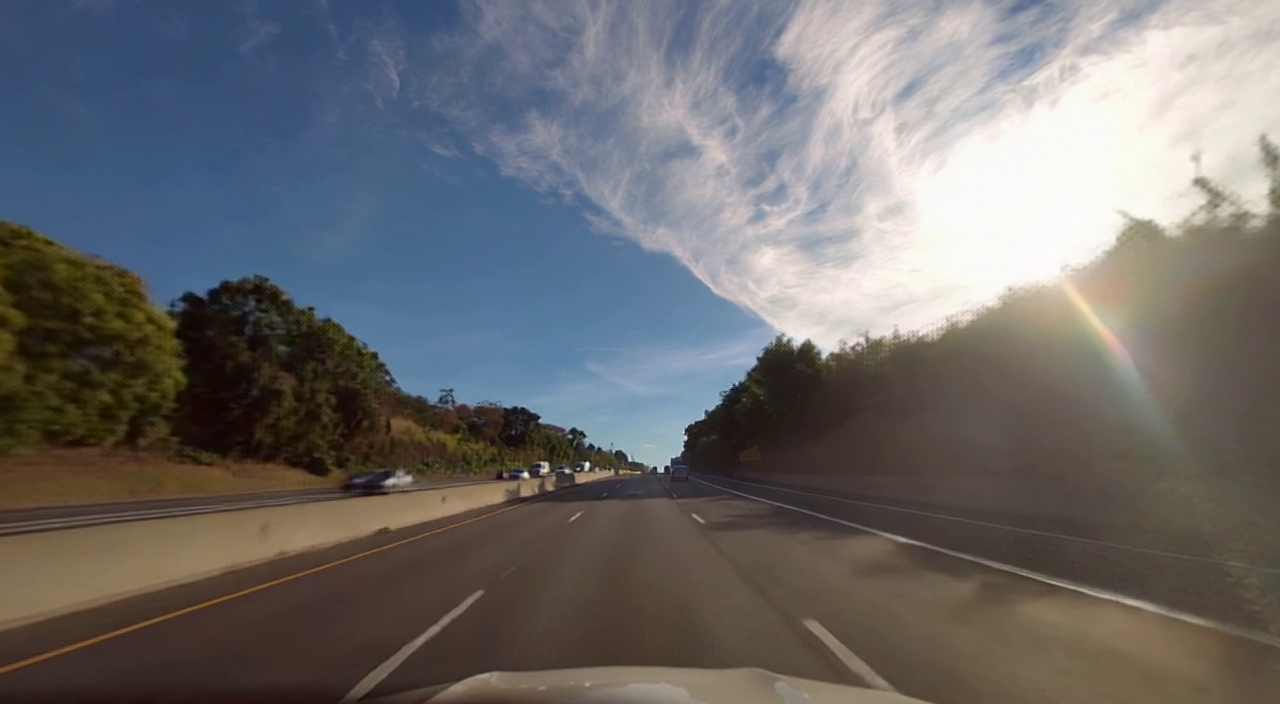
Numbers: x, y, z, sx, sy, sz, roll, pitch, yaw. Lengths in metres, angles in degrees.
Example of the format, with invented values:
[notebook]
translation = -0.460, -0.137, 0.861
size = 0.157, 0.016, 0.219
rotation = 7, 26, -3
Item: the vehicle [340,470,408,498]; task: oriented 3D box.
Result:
[vehicle]
translation = -14.929, 7.426, 35.659
size = 1.851, 1.454, 4.504
rotation = 1, -10, 0
